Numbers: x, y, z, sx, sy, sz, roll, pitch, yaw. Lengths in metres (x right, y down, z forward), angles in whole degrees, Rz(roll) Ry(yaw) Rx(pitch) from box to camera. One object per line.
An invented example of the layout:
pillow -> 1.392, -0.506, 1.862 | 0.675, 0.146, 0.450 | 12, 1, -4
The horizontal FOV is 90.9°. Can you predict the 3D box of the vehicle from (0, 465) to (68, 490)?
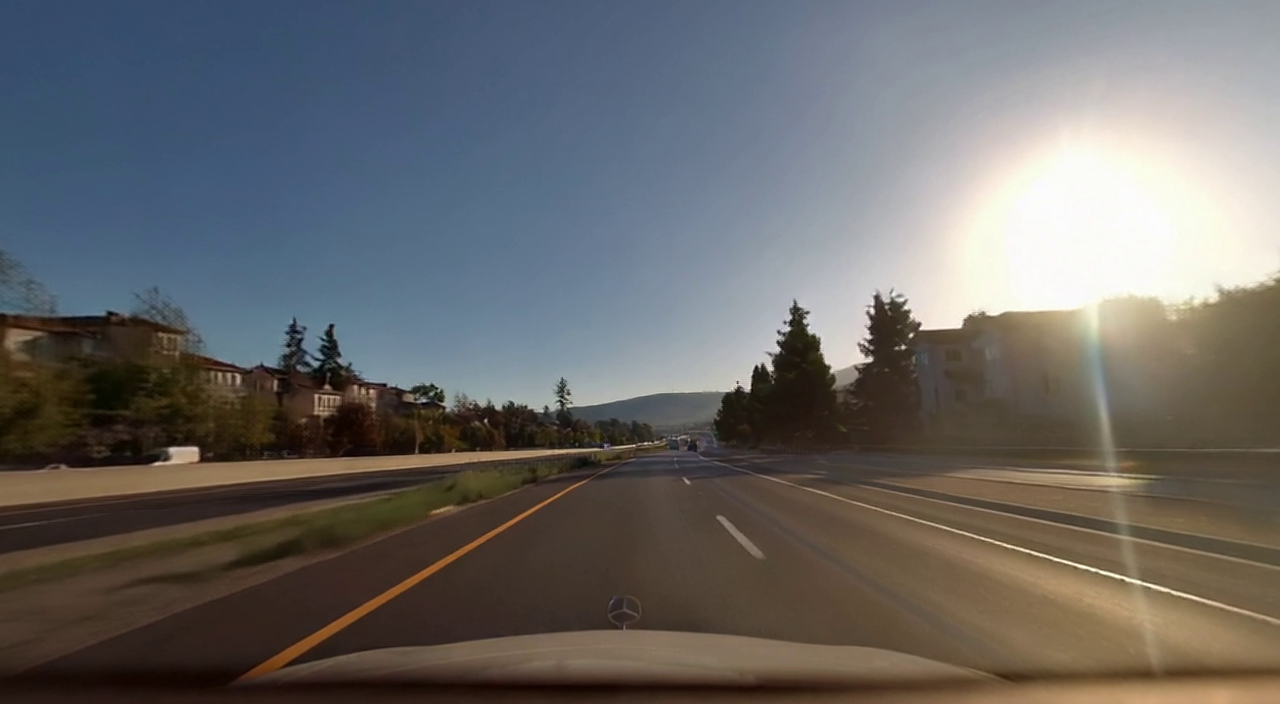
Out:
vehicle -> -45.321, 9.311, 47.046 | 1.786, 1.577, 3.922 | -1, -8, -4
